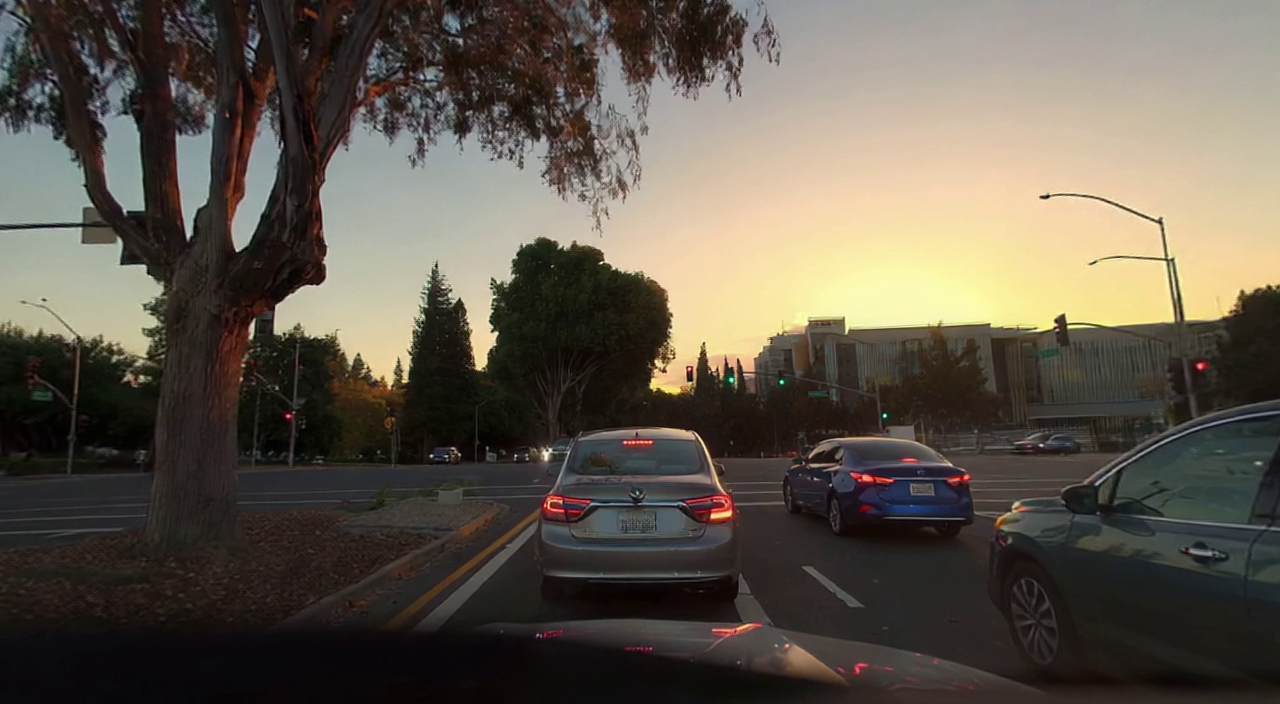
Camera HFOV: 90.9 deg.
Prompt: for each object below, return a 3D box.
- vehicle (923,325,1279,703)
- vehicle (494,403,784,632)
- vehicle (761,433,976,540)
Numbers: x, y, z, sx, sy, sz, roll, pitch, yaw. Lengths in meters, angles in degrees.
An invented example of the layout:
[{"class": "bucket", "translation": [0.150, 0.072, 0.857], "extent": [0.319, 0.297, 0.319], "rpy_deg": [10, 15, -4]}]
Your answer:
[{"class": "vehicle", "translation": [3.721, 0.934, 3.430], "extent": [2.162, 1.829, 4.519], "rpy_deg": [0, -9, -1]}, {"class": "vehicle", "translation": [-0.021, 1.475, 6.502], "extent": [2.074, 1.631, 3.793], "rpy_deg": [0, -9, 0]}, {"class": "vehicle", "translation": [3.688, 2.262, 11.299], "extent": [2.054, 1.482, 4.654], "rpy_deg": [0, -9, -1]}]
